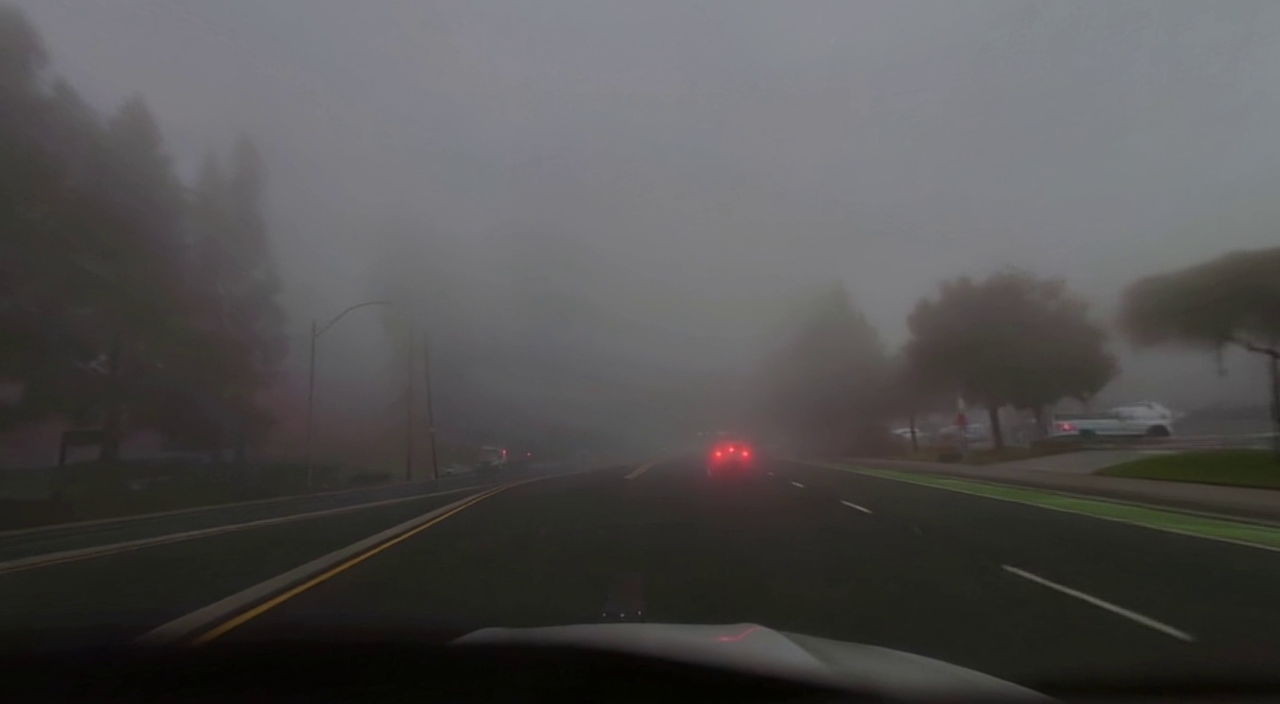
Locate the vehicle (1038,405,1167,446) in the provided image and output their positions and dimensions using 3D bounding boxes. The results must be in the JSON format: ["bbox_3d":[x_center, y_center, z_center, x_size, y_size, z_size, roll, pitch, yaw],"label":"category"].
[{"bbox_3d":[22.215,3.583,30.518,4.359,1.849,2.152,-1,-9,6],"label":"vehicle"}]

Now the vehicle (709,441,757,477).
[{"bbox_3d":[4.646,5.425,32.133,2.181,1.639,4.127,-1,-9,6],"label":"vehicle"}]
